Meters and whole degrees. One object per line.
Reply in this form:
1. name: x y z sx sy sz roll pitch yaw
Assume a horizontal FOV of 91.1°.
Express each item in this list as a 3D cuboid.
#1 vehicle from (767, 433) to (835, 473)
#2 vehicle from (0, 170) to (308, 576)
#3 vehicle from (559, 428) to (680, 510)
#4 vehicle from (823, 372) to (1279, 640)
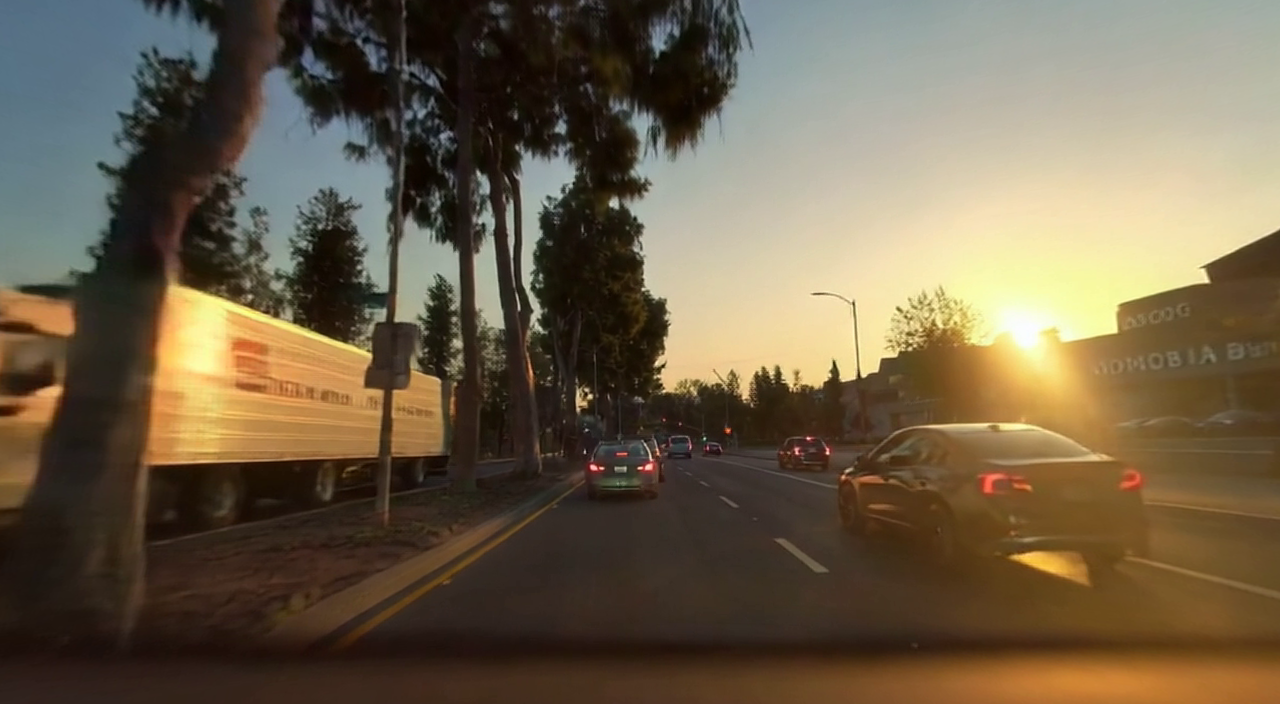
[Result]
1. vehicle: 7.693 4.873 30.437 2.090 1.768 4.407 0 -9 0
2. vehicle: -8.198 0.549 8.757 3.021 4.215 7.024 0 -9 1
3. vehicle: -0.404 2.545 14.071 2.315 1.563 4.080 0 -9 0
4. vehicle: 3.635 1.350 6.484 2.090 1.763 4.560 0 -9 0
